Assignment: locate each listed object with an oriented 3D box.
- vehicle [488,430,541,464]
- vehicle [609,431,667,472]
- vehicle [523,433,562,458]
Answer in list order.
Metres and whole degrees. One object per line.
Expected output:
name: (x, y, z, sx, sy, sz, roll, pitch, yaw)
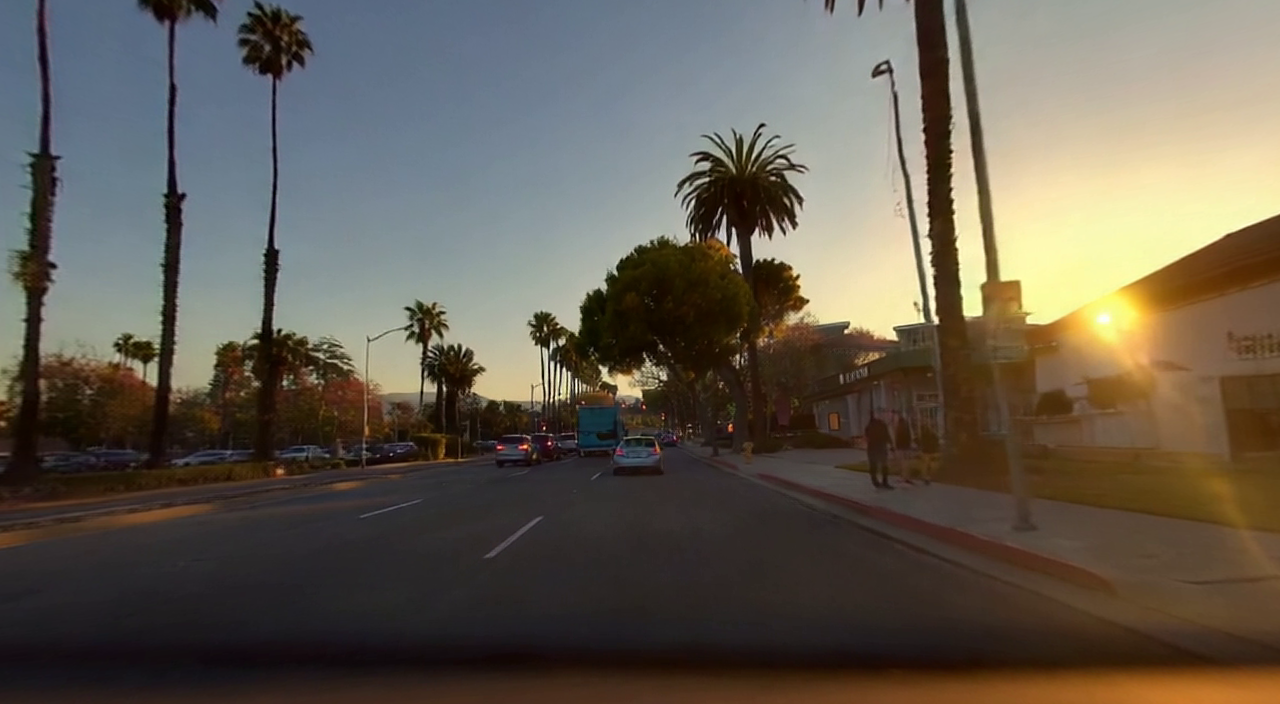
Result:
vehicle: (-7.158, 5.477, 36.269, 2.014, 1.830, 4.281, 0, -9, 2)
vehicle: (-0.032, 4.018, 25.478, 2.144, 1.514, 4.063, 0, -9, 1)
vehicle: (-7.039, 6.834, 45.834, 2.143, 1.736, 4.648, 0, -9, 0)
